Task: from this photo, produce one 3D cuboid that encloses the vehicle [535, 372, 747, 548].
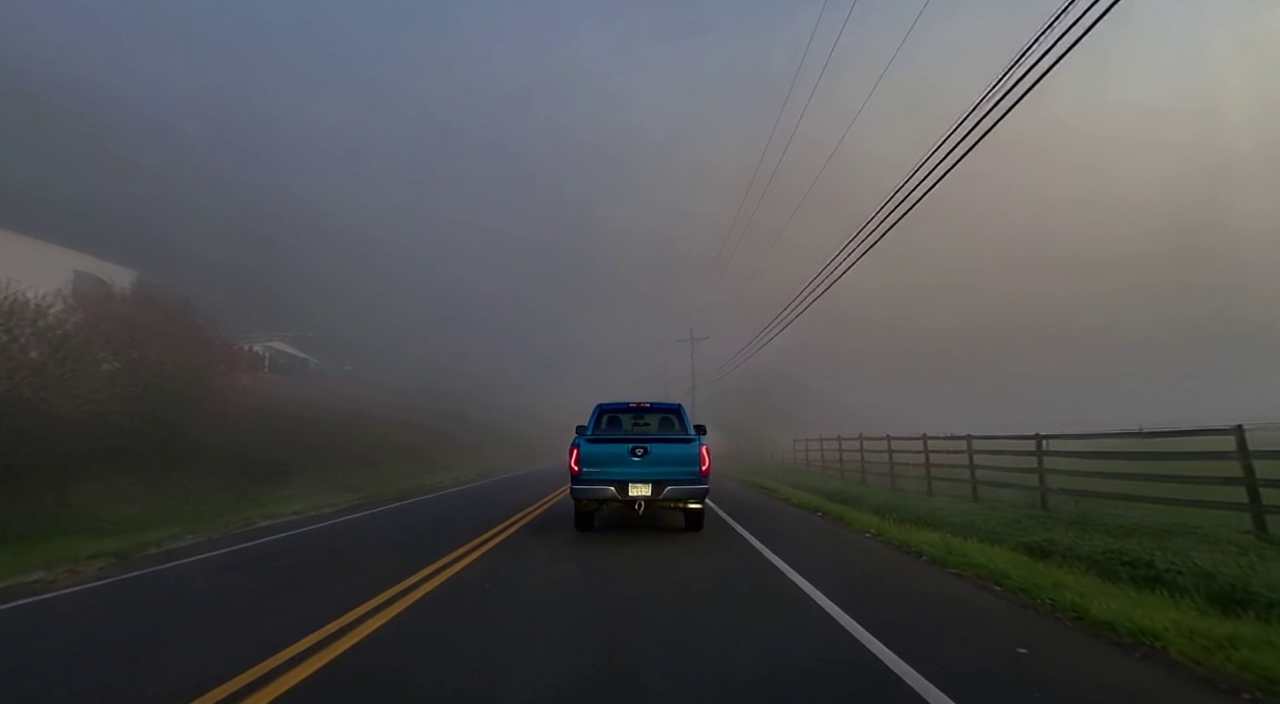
[{"bbox_3d":[-0.064,1.798,11.063,2.693,2.223,5.885,0,-8,-2],"label":"vehicle"}]
